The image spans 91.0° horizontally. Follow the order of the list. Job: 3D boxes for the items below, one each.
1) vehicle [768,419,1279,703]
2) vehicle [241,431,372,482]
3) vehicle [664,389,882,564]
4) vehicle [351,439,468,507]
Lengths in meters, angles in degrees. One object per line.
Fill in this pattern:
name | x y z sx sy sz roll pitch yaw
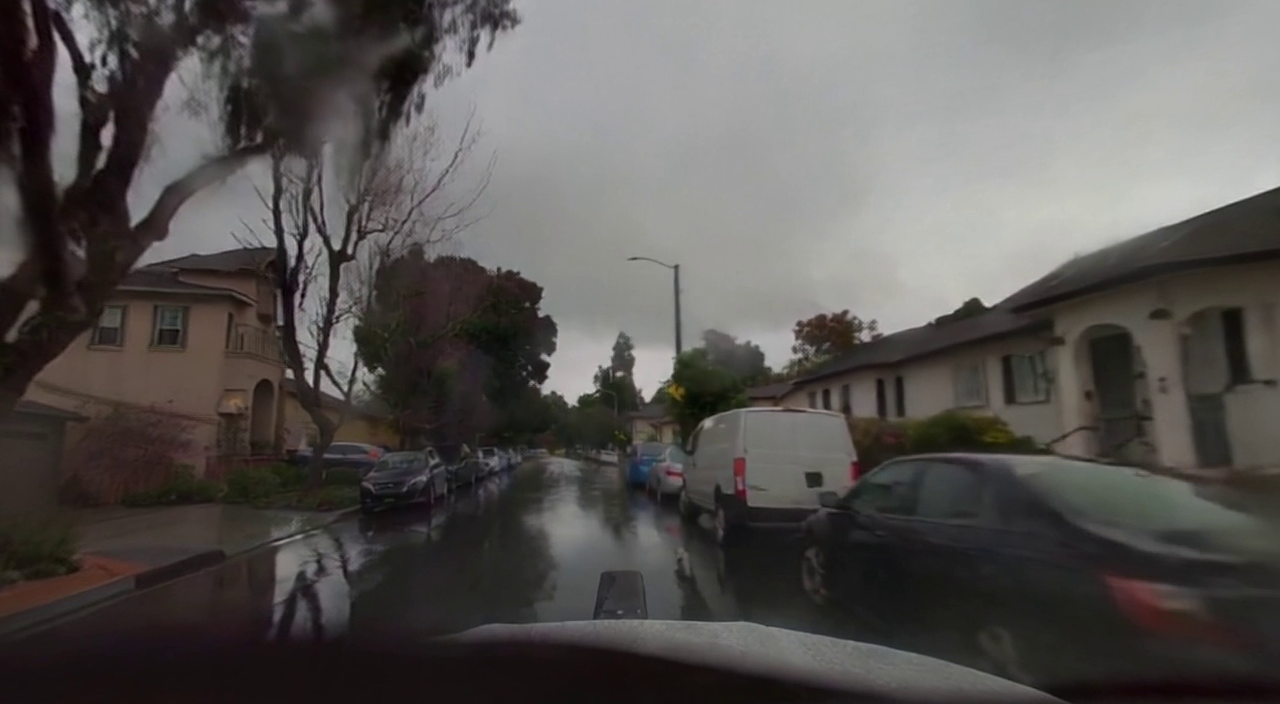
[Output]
vehicle | 2.440 1.161 3.825 1.828 1.442 4.476 -1 -7 -8
vehicle | -13.202 4.122 25.165 4.153 1.550 2.029 -1 -2 -8
vehicle | 1.790 1.838 10.438 1.993 2.129 4.893 -1 -7 -7
vehicle | -6.109 3.204 17.318 1.908 1.493 4.806 3 -8 -7
